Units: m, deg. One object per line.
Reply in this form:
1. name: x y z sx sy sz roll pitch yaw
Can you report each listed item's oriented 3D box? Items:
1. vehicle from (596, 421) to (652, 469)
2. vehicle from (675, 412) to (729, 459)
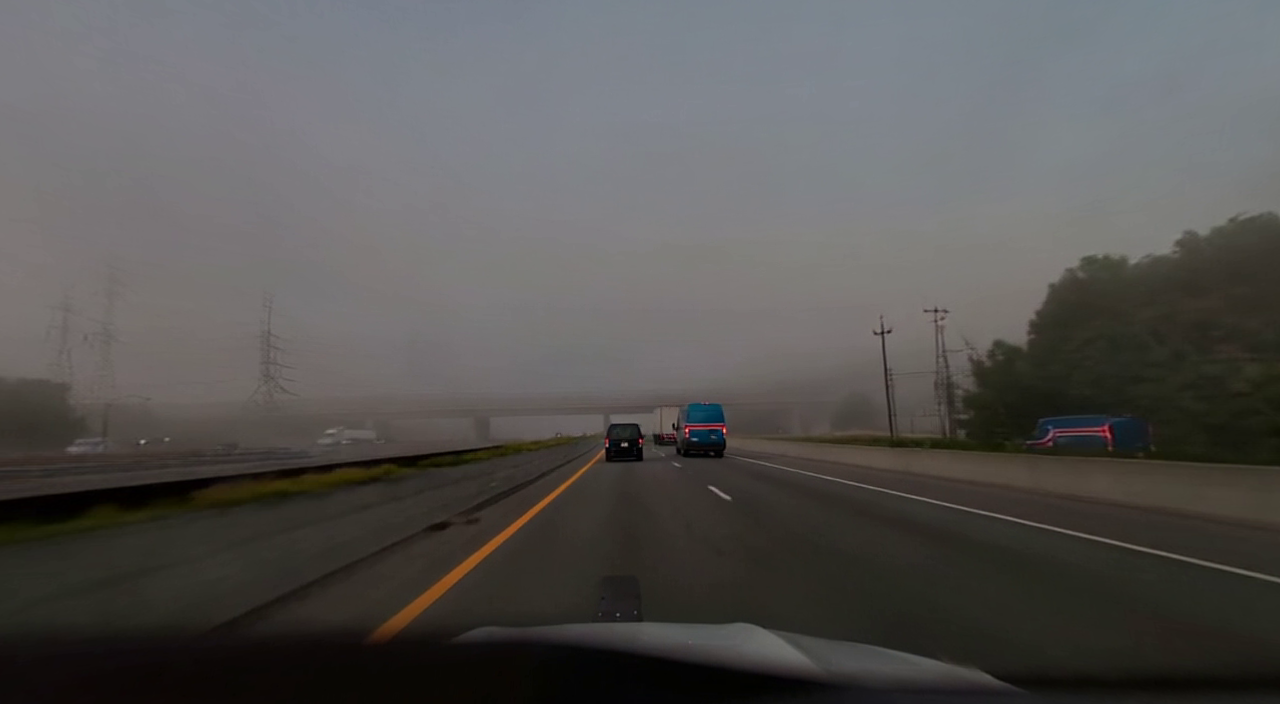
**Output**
1. vehicle: -0.651 3.715 25.410 2.073 1.750 4.116 0 -8 -2
2. vehicle: 3.463 4.805 36.319 2.387 2.506 5.374 0 -8 -2
